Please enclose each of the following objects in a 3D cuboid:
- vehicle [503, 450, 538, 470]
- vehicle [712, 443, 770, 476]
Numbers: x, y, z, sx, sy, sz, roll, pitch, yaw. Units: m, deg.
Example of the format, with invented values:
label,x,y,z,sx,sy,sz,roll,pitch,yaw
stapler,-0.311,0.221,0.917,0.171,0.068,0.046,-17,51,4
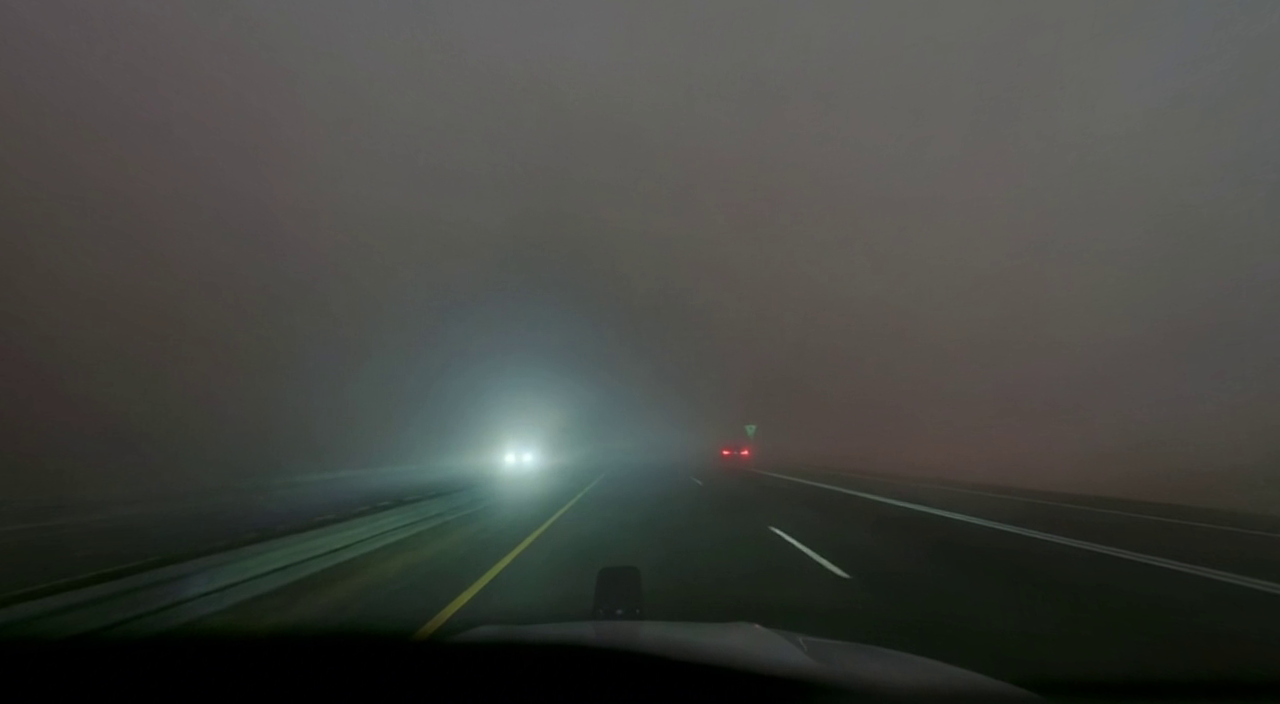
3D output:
label,x,y,z,sx,sy,sz,roll,pitch,yaw
vehicle,-9.373,8.476,49.514,1.916,1.467,4.458,0,-9,0
vehicle,4.576,4.941,28.994,1.923,1.408,3.835,0,-9,-1
